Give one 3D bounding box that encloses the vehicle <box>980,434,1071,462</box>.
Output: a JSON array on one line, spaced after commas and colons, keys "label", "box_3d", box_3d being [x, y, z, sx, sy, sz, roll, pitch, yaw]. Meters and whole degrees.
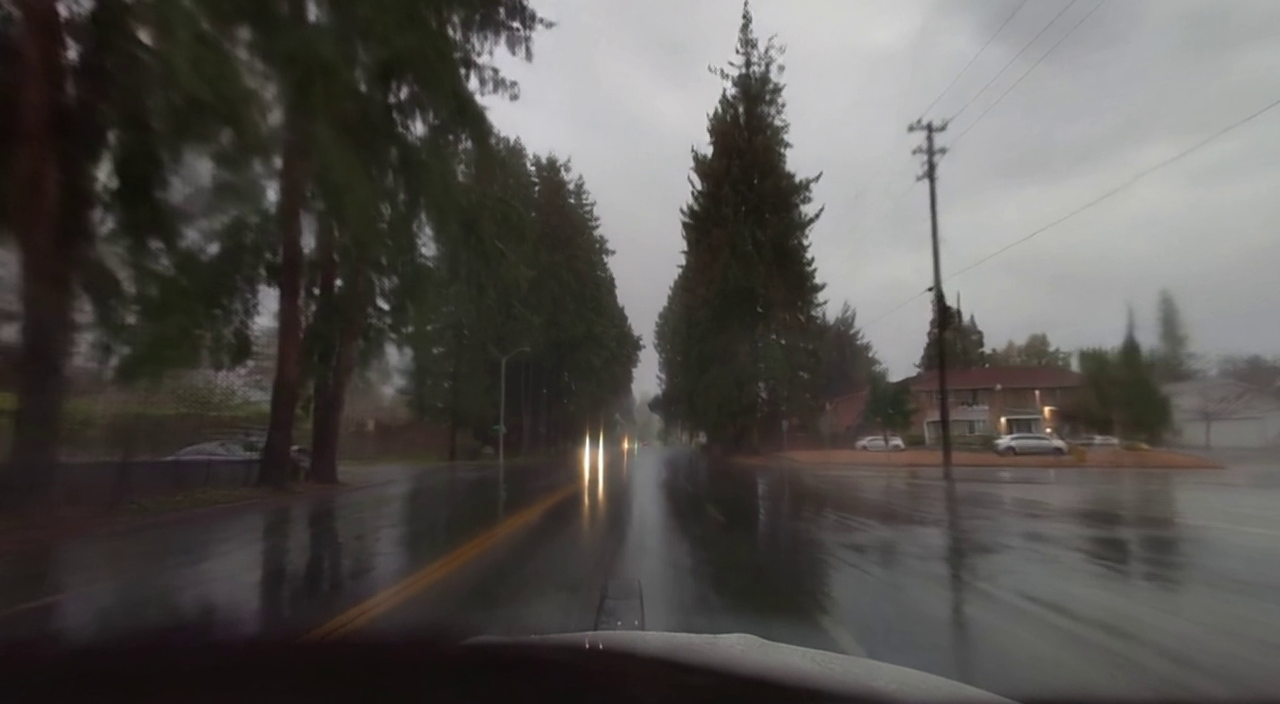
[{"label": "vehicle", "box_3d": [24.515, 6.139, 40.202, 4.508, 1.687, 2.070, -2, -9, 17]}]
